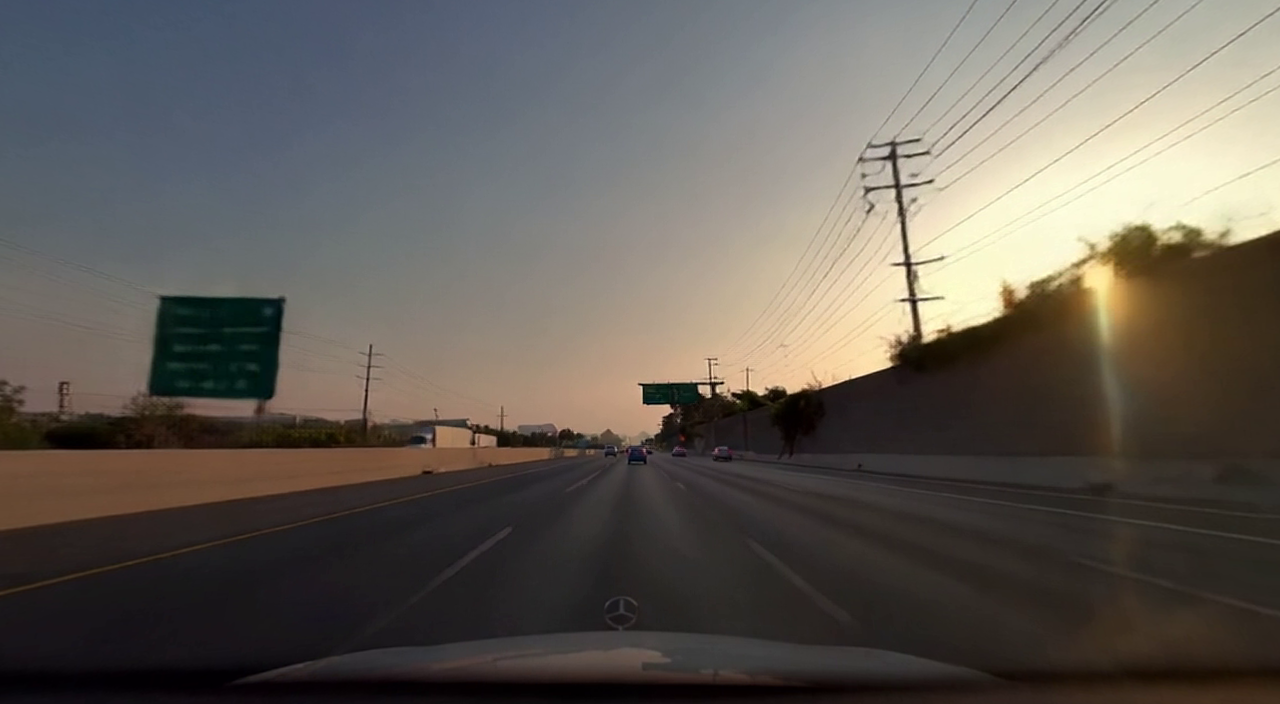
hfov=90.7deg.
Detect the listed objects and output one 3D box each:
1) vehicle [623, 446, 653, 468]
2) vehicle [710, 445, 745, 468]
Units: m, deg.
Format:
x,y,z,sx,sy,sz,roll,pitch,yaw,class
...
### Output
x,y,z,sx,sy,sz,roll,pitch,yaw,class
-0.181,7.540,45.536,2.109,1.489,4.027,0,-8,-1,vehicle
6.800,8.154,49.714,2.005,1.687,4.259,0,-8,-1,vehicle
